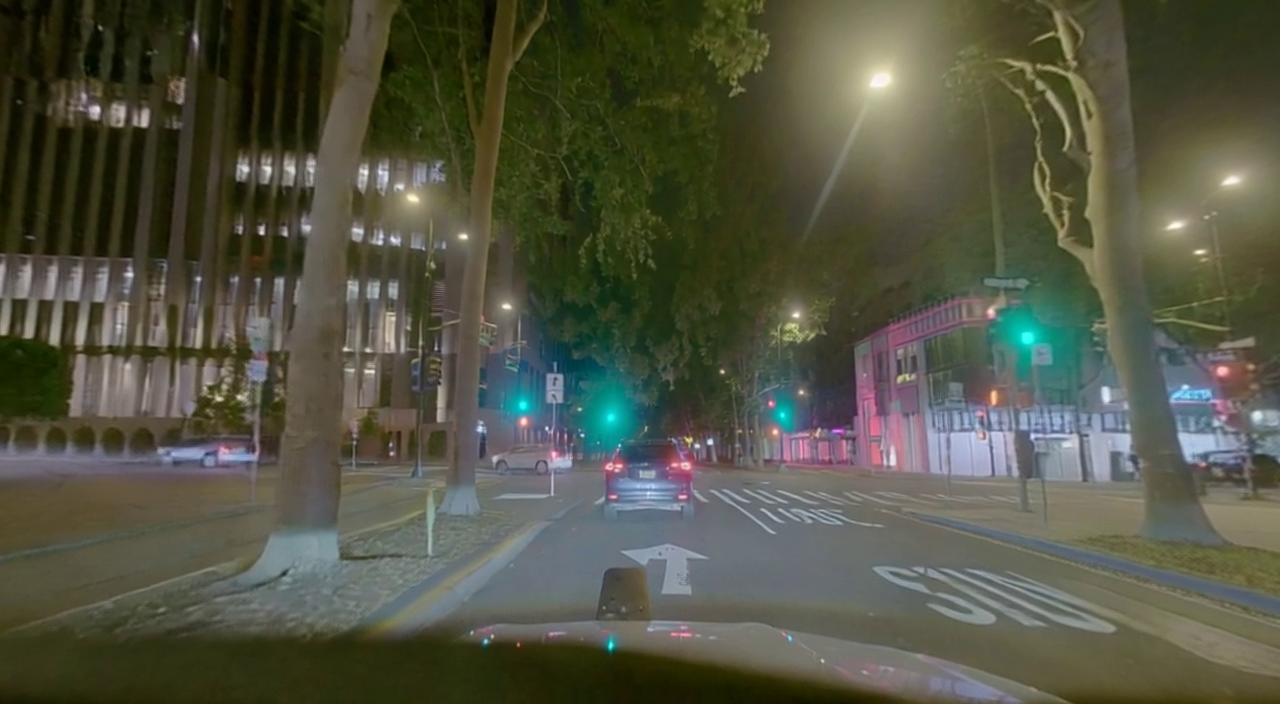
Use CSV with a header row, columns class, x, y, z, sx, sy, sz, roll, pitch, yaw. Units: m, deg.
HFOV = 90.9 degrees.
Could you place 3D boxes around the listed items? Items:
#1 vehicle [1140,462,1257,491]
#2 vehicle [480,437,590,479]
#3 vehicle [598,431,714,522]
class,x,y,z,sx,sy,sz,roll,pitch,yaw
vehicle,30.533,6.793,34.541,4.668,1.441,1.904,0,-9,-4
vehicle,-4.235,4.192,25.073,4.282,1.519,2.077,-8,-12,41
vehicle,0.378,2.546,13.342,2.079,1.621,3.861,-1,-9,3
